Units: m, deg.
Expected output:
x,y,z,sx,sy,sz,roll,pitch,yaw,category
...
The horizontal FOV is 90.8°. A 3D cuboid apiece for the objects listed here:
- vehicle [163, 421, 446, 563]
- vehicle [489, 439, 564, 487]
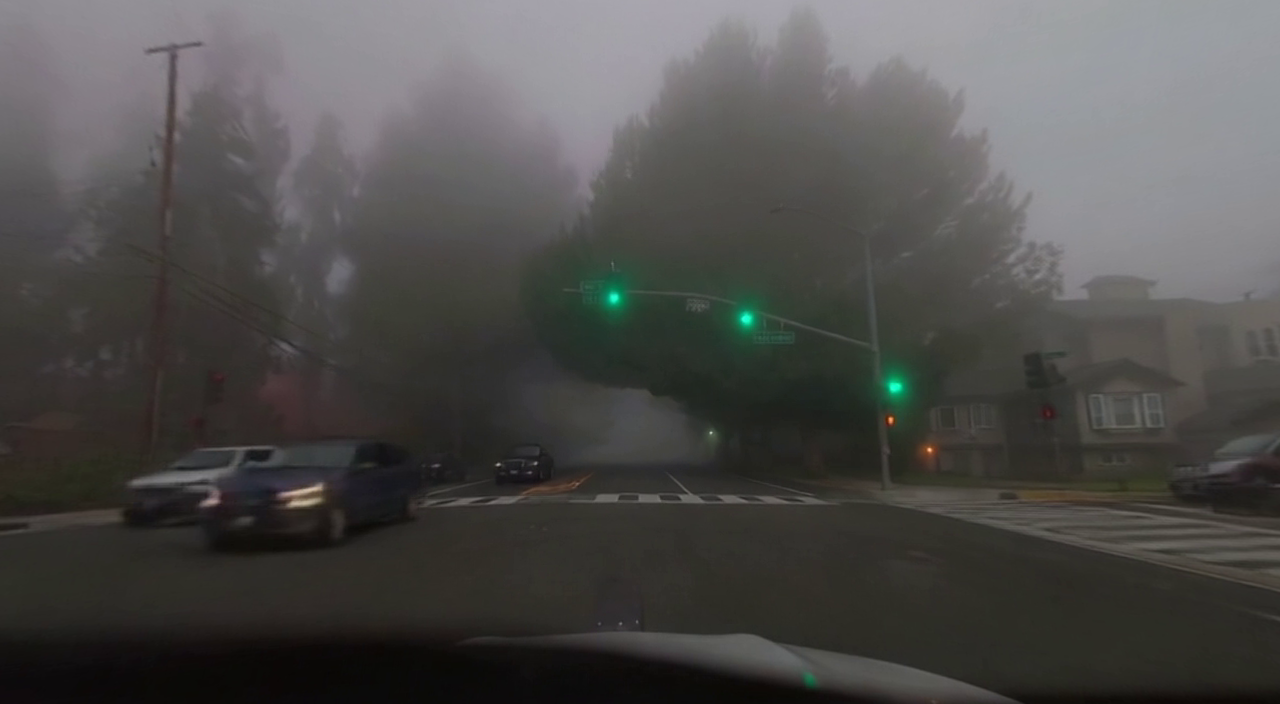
x,y,z,sx,sy,sz,roll,pitch,yaw,category
-4.580,1.935,9.488,1.999,1.652,3.962,0,-8,1,vehicle
-4.464,4.418,25.570,2.095,1.731,4.462,0,-8,1,vehicle
